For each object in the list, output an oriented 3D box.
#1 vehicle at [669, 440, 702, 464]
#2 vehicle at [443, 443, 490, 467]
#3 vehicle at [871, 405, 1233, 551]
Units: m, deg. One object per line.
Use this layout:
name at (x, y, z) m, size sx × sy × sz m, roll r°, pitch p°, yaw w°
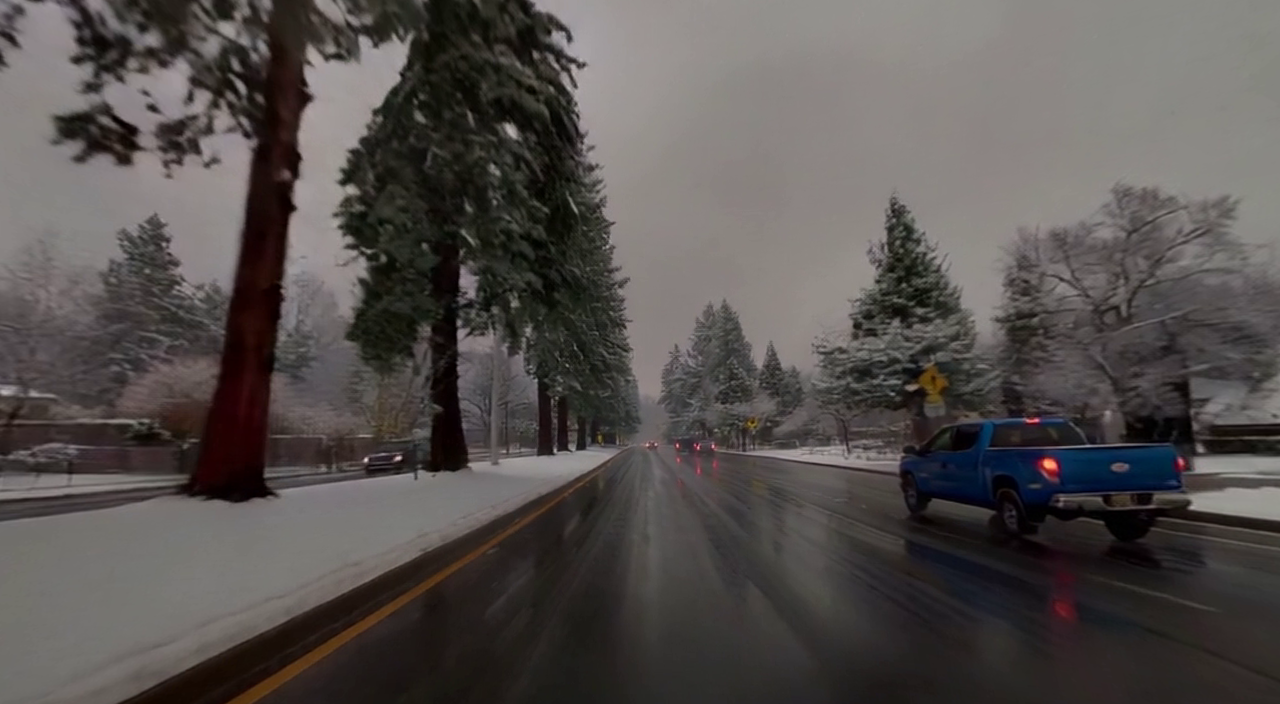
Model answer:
vehicle at (3.288, 7.274, 46.021) m, size 2.061 × 1.632 × 4.222 m, roll 0°, pitch -8°, yaw 0°
vehicle at (-12.882, 7.691, 47.157) m, size 2.076 × 1.710 × 4.563 m, roll 0°, pitch -8°, yaw 1°
vehicle at (6.103, 1.961, 10.616) m, size 2.262 × 1.769 × 5.666 m, roll 0°, pitch -8°, yaw 0°
